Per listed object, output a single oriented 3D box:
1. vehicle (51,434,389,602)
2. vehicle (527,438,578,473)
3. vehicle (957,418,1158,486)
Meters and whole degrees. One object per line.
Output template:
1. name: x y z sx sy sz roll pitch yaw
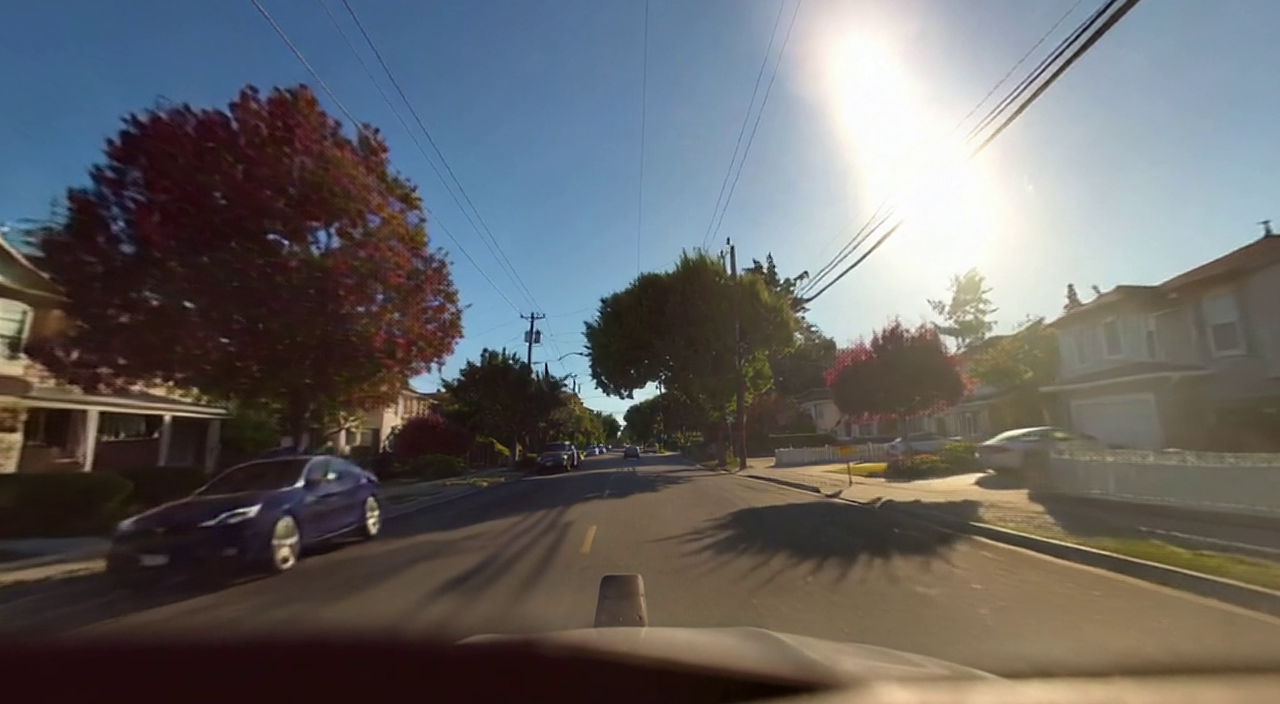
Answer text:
1. vehicle: -5.420 2.083 9.023 1.970 1.666 4.223 -3 -7 0
2. vehicle: -5.753 6.899 42.336 2.411 1.979 5.915 -5 -8 -1
3. vehicle: 11.827 2.865 18.204 4.226 1.679 1.983 -3 -8 7
